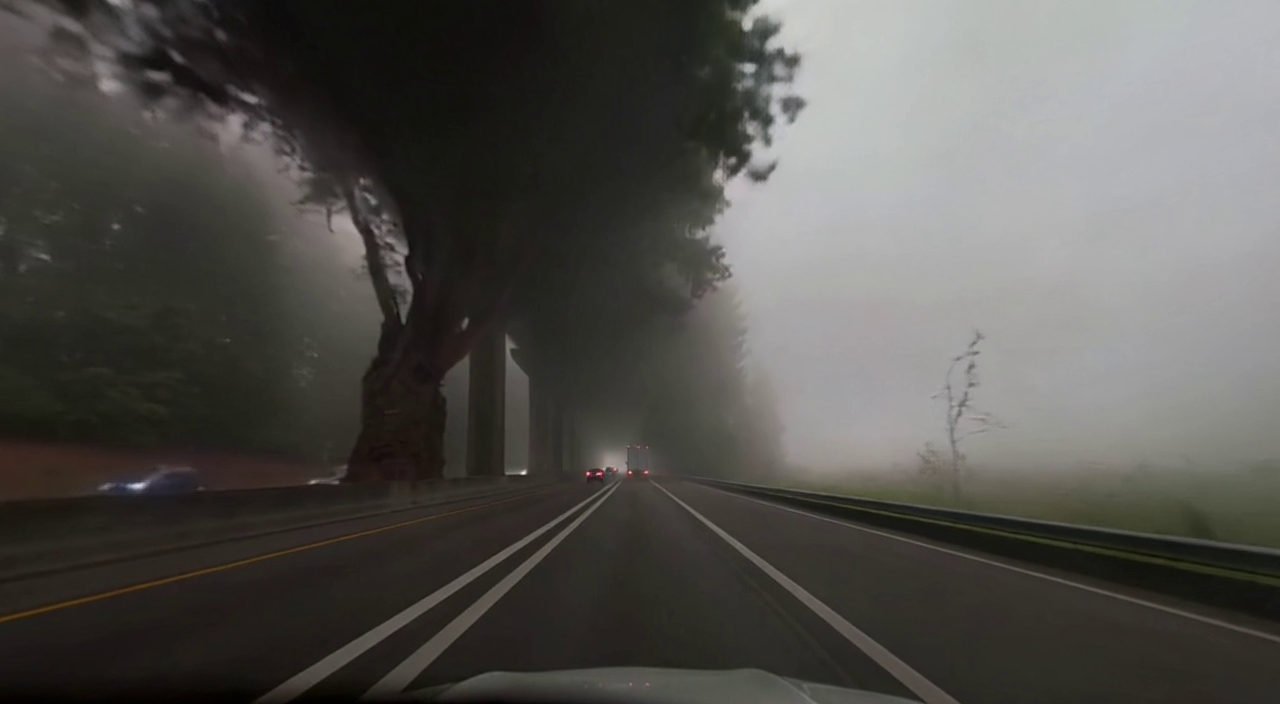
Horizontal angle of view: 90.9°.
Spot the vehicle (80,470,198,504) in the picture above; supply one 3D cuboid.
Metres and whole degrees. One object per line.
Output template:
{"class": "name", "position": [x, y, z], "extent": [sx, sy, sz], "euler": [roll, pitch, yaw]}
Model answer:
{"class": "vehicle", "position": [-24.072, 6.474, 30.540], "extent": [1.896, 1.469, 4.624], "euler": [1, -10, 0]}
